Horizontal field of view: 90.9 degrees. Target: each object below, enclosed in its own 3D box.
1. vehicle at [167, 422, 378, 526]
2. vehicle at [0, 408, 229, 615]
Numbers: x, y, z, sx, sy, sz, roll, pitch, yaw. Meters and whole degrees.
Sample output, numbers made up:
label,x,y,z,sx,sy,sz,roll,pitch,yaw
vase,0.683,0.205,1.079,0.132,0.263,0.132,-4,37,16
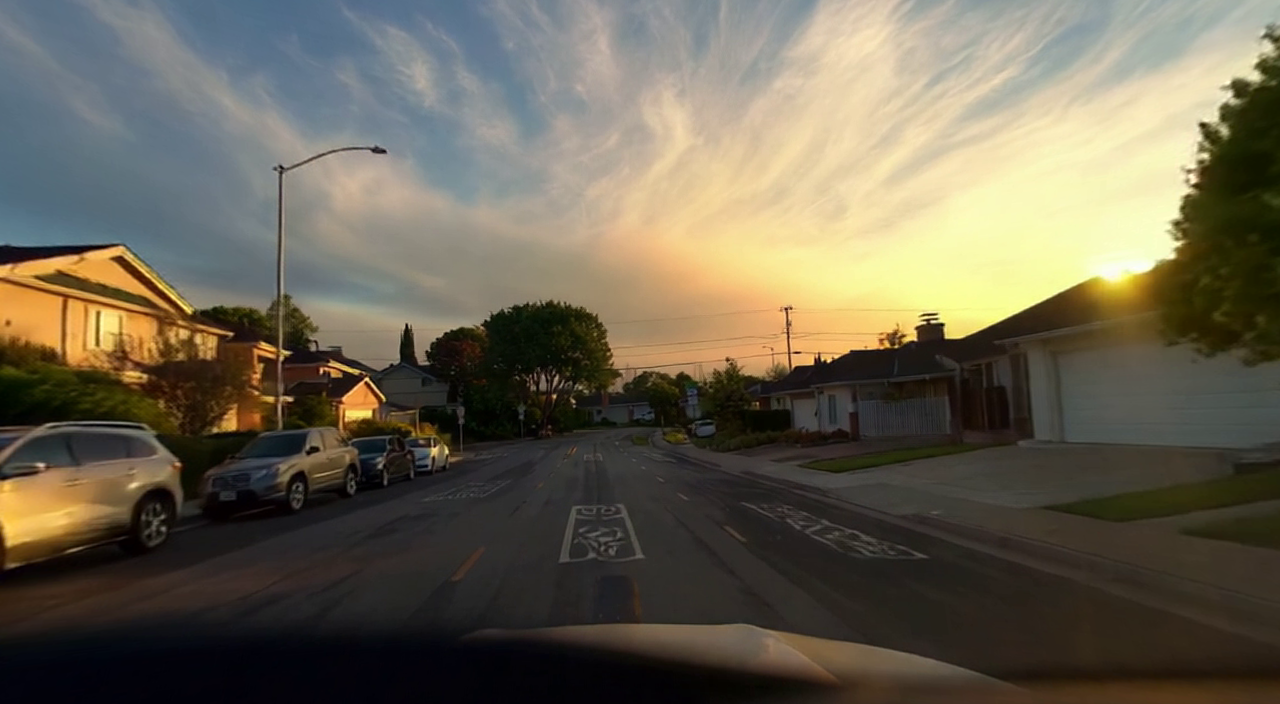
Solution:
label,x,y,z,sx,sy,sz,roll,pitch,yaw
vehicle,-7.231,2.379,13.073,1.865,1.750,4.507,0,-7,-4
vehicle,-6.741,1.556,6.717,2.147,1.780,4.165,0,-8,-5
